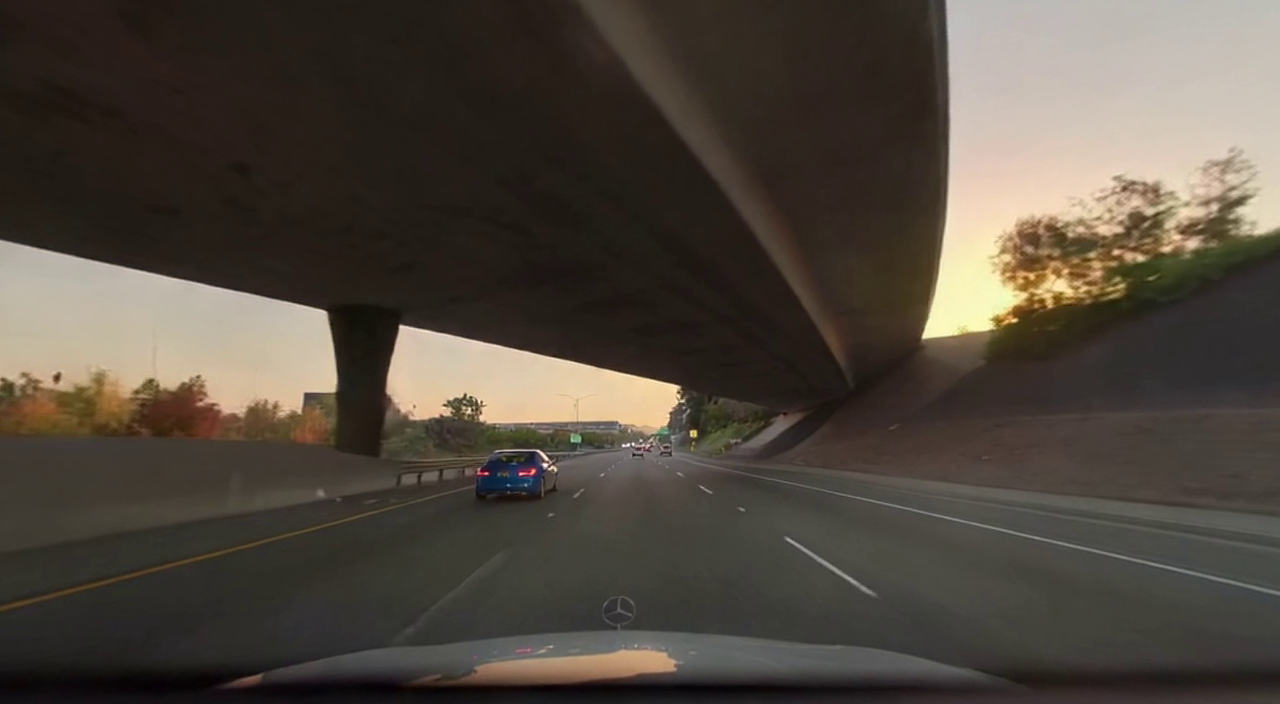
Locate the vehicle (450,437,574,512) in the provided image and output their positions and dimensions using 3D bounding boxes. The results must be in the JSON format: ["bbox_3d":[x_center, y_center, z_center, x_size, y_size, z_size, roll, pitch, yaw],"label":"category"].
[{"bbox_3d":[-2.956,2.940,15.718,2.029,1.557,4.570,0,-9,1],"label":"vehicle"}]

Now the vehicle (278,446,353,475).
[{"bbox_3d":[-21.764,7.287,42.695,2.092,1.783,5.548,0,-9,0],"label":"vehicle"}]
